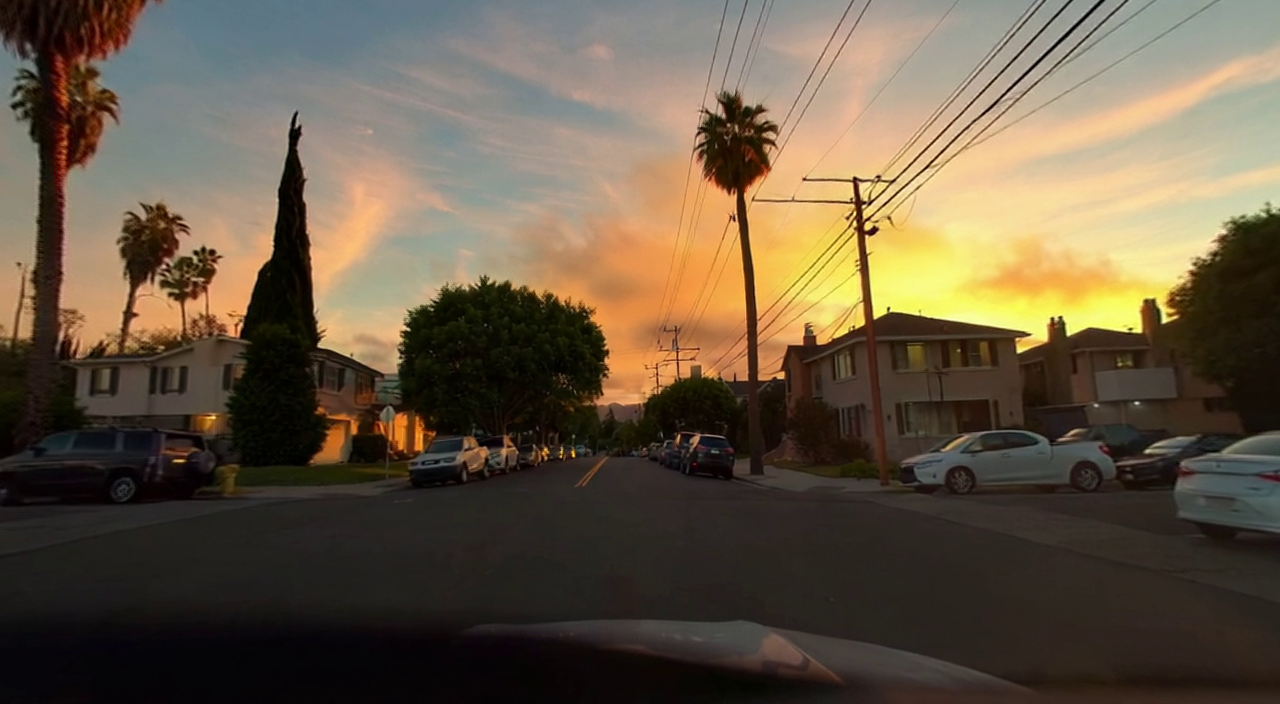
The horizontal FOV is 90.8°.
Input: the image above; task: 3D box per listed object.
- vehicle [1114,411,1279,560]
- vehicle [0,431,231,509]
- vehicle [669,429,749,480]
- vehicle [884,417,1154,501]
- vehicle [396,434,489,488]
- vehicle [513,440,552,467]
[{"bbox_3d":[8.991,1.636,8.082,4.181,1.638,2.015,0,-9,-1],"label":"vehicle"},{"bbox_3d":[-14.796,3.158,17.005,5.847,1.766,2.392,-2,-9,-2],"label":"vehicle"},{"bbox_3d":[2.701,4.259,26.527,2.505,1.895,5.805,0,-9,-2],"label":"vehicle"},{"bbox_3d":[10.280,2.931,17.520,5.971,1.967,2.385,-1,-9,-5],"label":"vehicle"},{"bbox_3d":[-6.958,3.868,22.771,2.198,1.724,4.493,1,-9,-5],"label":"vehicle"},{"bbox_3d":[-7.755,7.373,46.085,2.178,1.865,4.658,0,-9,-2],"label":"vehicle"}]
